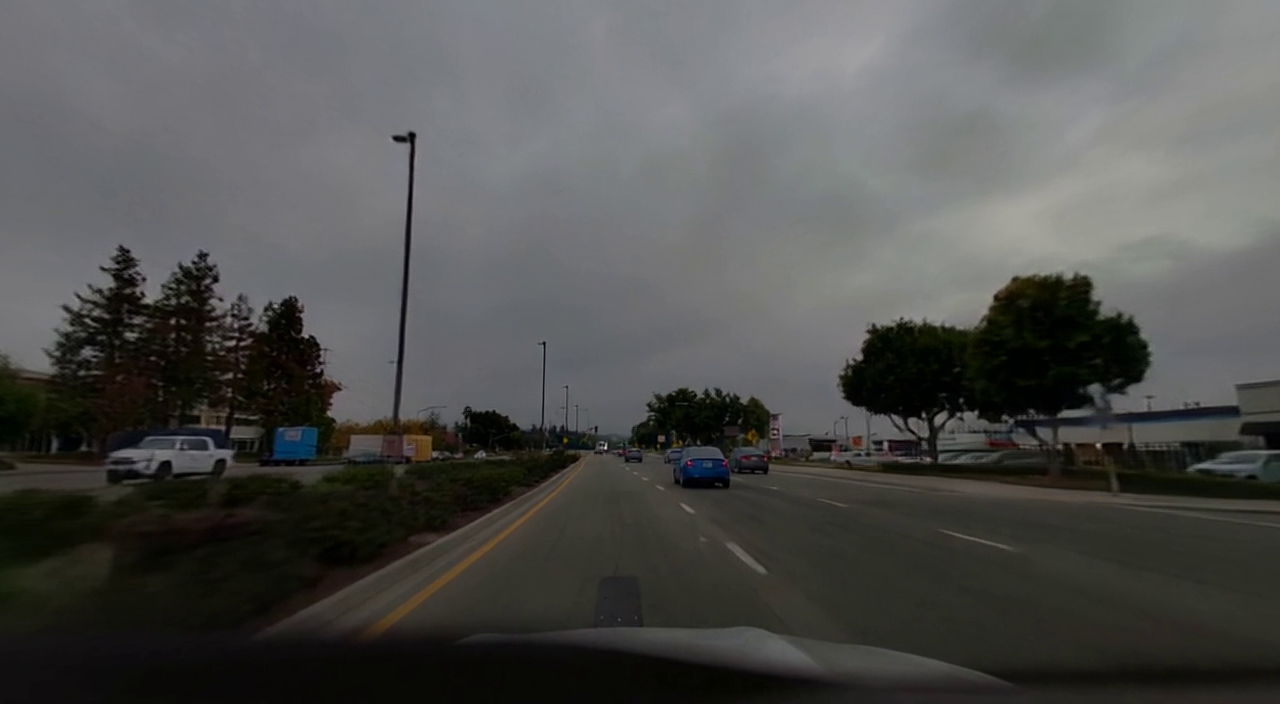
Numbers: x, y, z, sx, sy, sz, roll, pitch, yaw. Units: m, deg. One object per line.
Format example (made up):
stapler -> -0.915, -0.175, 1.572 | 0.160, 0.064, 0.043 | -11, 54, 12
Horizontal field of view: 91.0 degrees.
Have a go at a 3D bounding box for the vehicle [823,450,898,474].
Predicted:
vehicle -> 15.123, 7.518, 43.198 | 4.486, 1.532, 1.939 | 3, -9, -18

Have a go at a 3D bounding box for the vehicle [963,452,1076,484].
vehicle -> 18.792, 5.696, 31.232 | 4.646, 1.479, 2.070 | 3, -9, -16

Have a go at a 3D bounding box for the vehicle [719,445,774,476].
vehicle -> 5.629, 5.788, 33.776 | 1.886, 1.528, 4.169 | 1, -9, -6

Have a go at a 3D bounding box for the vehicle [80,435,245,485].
vehicle -> -22.463, 5.126, 30.219 | 2.593, 2.075, 6.841 | 0, -9, 0

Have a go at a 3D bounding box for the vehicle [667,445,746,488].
vehicle -> 2.392, 4.292, 23.931 | 2.256, 1.451, 4.313 | 1, -9, -4

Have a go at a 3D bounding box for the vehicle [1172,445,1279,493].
vehicle -> 21.527, 4.055, 22.037 | 4.530, 1.551, 2.049 | 2, -9, -14
